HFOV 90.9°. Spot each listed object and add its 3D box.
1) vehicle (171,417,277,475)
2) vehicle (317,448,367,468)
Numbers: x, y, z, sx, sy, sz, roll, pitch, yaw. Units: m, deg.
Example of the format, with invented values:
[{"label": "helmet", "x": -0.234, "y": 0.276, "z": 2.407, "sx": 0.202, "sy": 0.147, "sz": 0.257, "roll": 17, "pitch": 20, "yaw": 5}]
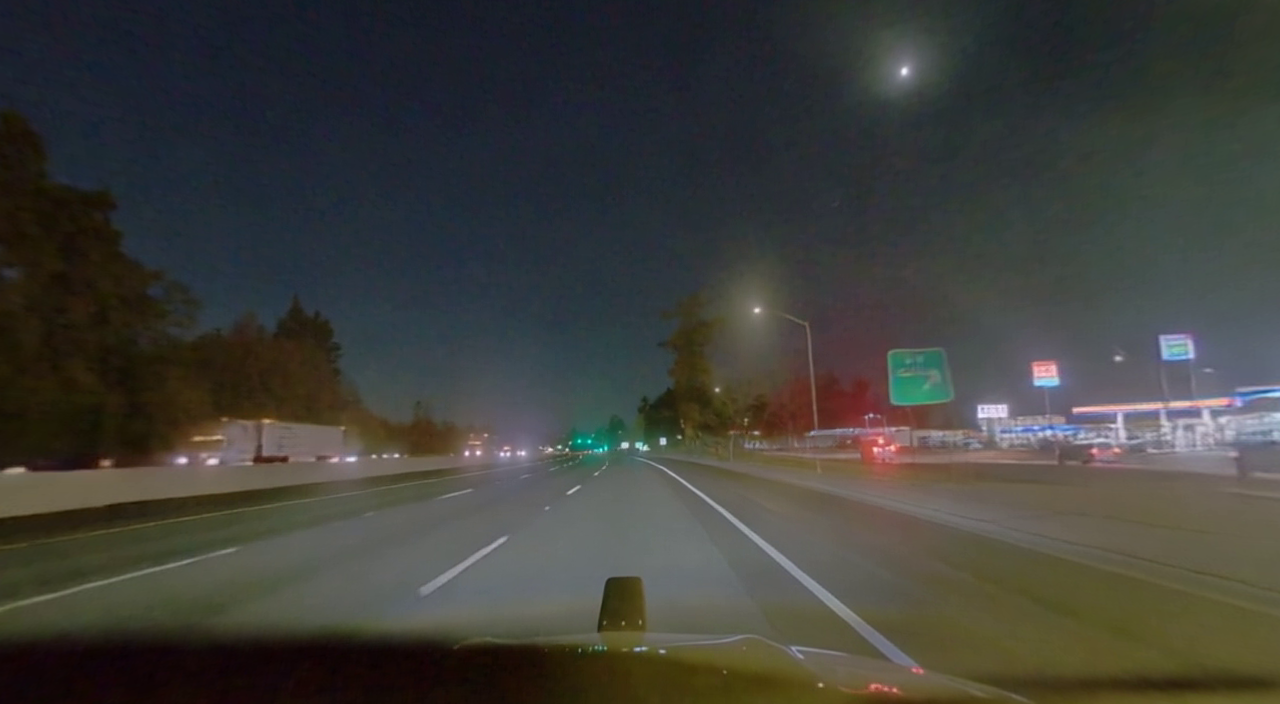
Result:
[{"label": "vehicle", "x": -30.275, "y": 6.882, "z": 46.343, "sx": 3.007, "sy": 3.915, "sz": 7.091, "roll": 0, "pitch": -8, "yaw": -2}, {"label": "vehicle", "x": -23.523, "y": 8.339, "z": 49.928, "sx": 2.024, "sy": 1.476, "sz": 4.199, "roll": 0, "pitch": -8, "yaw": -2}]
